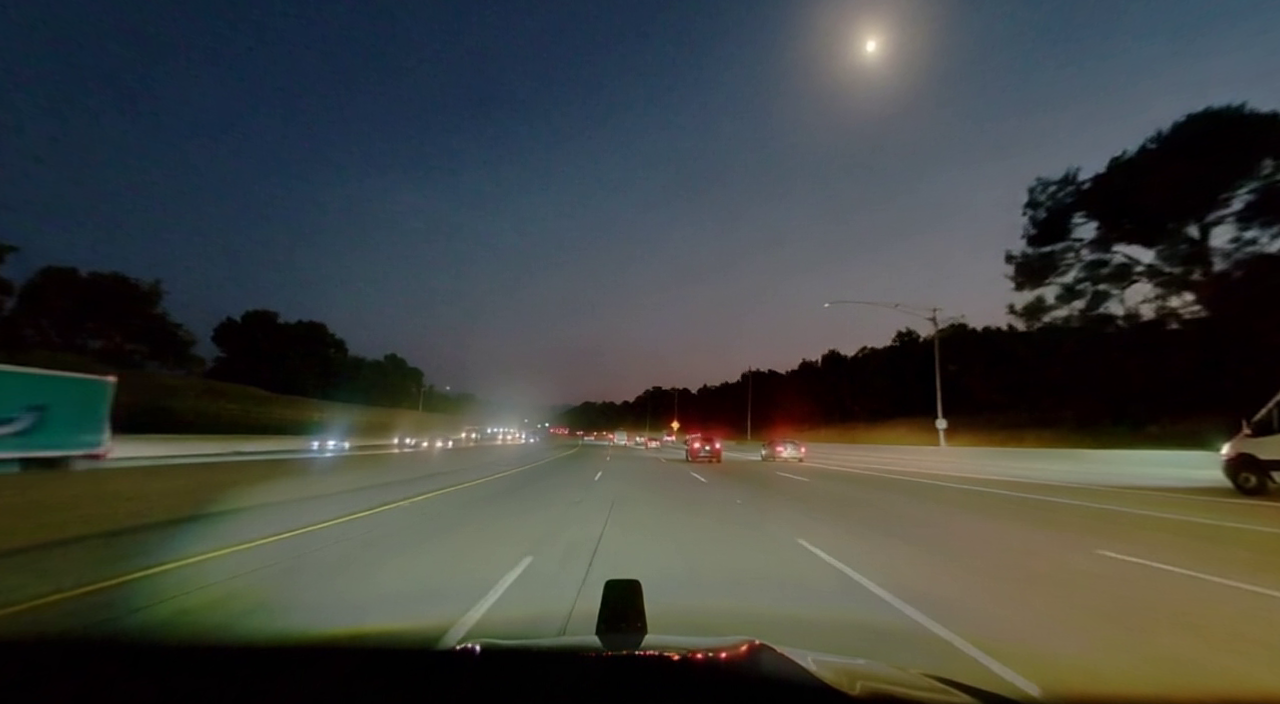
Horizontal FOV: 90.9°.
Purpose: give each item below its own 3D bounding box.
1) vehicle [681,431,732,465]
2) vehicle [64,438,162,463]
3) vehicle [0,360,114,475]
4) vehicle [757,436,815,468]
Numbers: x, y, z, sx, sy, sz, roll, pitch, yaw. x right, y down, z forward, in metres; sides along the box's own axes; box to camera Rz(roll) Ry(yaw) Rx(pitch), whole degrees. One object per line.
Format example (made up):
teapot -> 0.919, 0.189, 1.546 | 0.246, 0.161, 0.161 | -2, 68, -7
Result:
vehicle -> 3.549, 5.245, 34.494 | 2.141, 1.732, 4.279 | 0, -8, -3
vehicle -> -32.907, 6.150, 39.561 | 1.859, 1.457, 4.724 | -1, -8, 4
vehicle -> -25.059, 1.897, 19.755 | 2.972, 4.191, 16.717 | 0, -8, 0
vehicle -> 7.387, 5.100, 32.299 | 1.798, 1.473, 4.077 | 0, -8, -2
